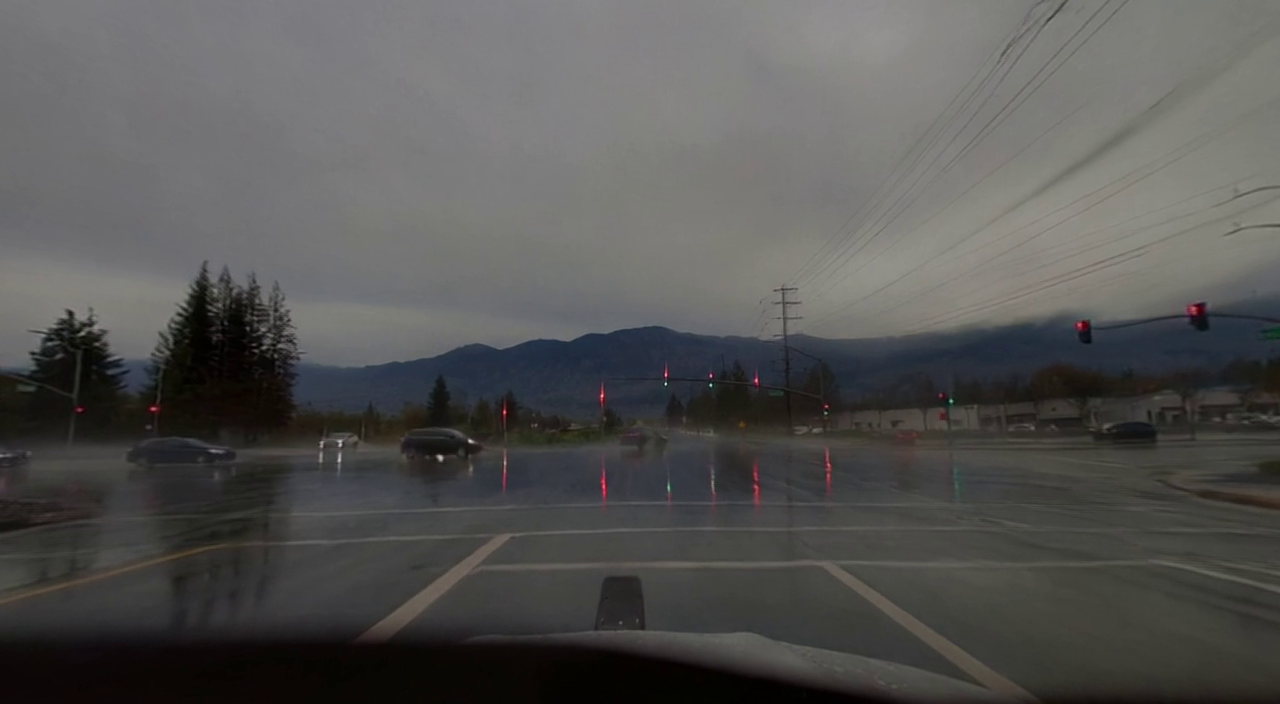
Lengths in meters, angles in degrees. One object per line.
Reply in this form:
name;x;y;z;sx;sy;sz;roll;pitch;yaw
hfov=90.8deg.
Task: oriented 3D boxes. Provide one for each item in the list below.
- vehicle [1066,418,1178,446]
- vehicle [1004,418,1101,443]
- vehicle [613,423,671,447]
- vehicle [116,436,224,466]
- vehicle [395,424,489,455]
vehicle;27.390;4.576;36.013;4.778;1.495;1.959;0;-8;0
vehicle;28.287;5.420;43.438;5.100;1.680;2.055;0;-8;1
vehicle;0.230;6.473;49.006;2.020;1.713;4.547;-7;-11;40
vehicle;-25.754;5.405;34.732;4.218;1.542;2.044;1;-8;-6
vehicle;-12.102;5.355;38.594;5.228;1.805;2.246;3;-9;-23
